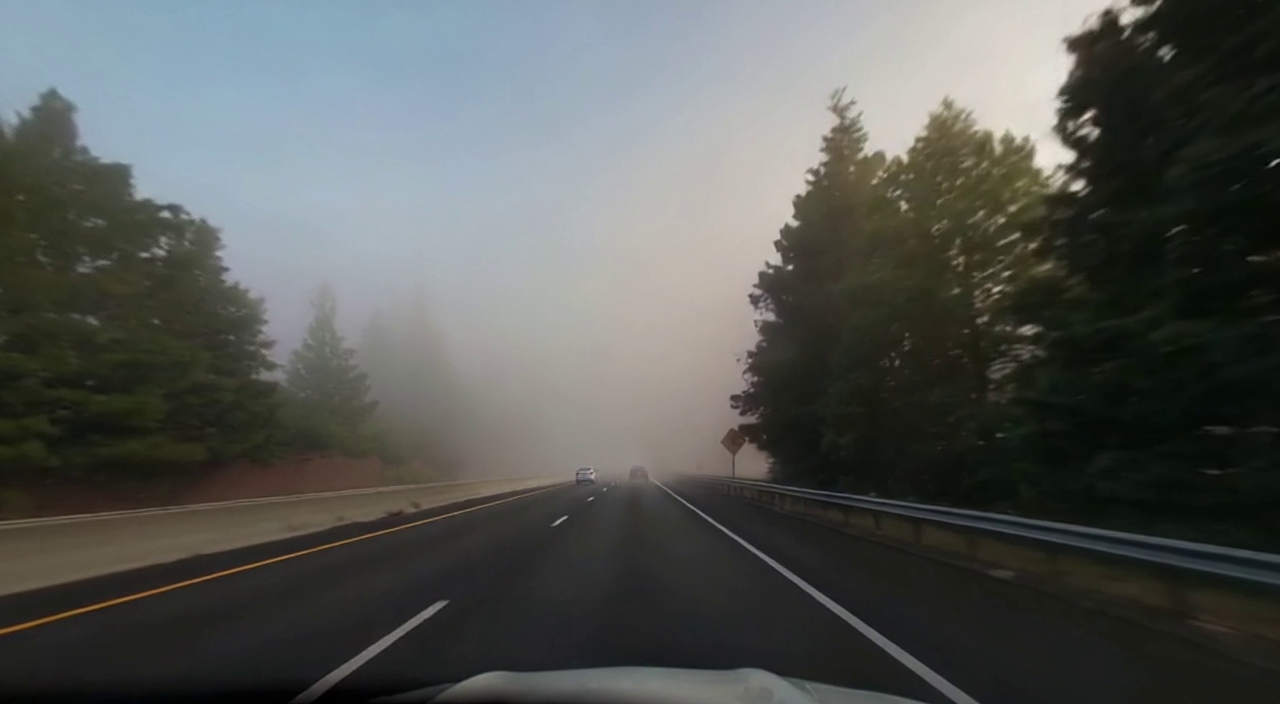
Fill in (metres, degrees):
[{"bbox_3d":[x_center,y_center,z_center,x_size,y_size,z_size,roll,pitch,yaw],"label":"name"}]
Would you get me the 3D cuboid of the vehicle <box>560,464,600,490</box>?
[{"bbox_3d":[-3.766,7.967,40.229,2.109,1.532,4.234,1,-11,0],"label":"vehicle"}]
